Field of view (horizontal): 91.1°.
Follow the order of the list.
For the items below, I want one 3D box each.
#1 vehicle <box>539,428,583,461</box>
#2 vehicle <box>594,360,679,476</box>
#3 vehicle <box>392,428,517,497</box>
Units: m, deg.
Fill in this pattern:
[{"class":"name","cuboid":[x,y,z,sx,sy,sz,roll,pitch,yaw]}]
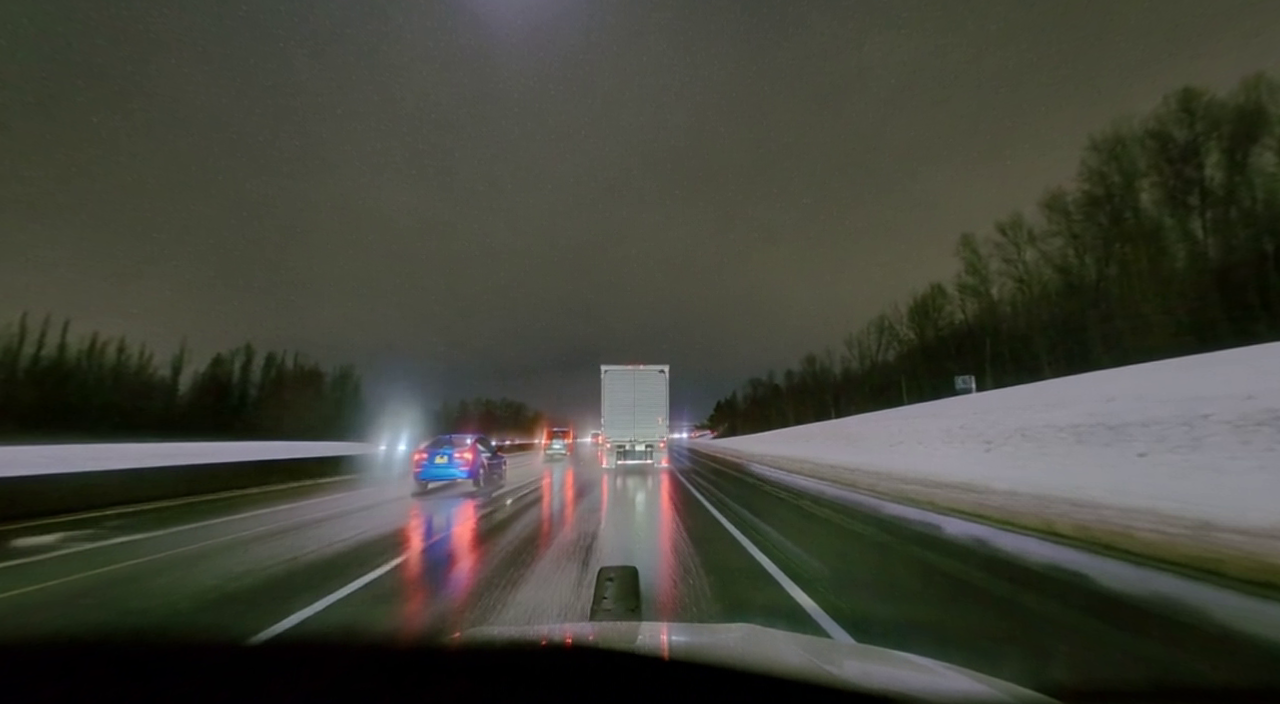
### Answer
[{"class":"vehicle","cuboid":[-4.642,5.512,37.608,2.019,1.834,4.644,0,-8,0]},{"class":"vehicle","cuboid":[-0.227,2.969,27.107,2.953,4.041,10.072,0,-8,-1]},{"class":"vehicle","cuboid":[-4.615,2.785,16.405,1.931,1.539,4.441,0,-8,0]}]
